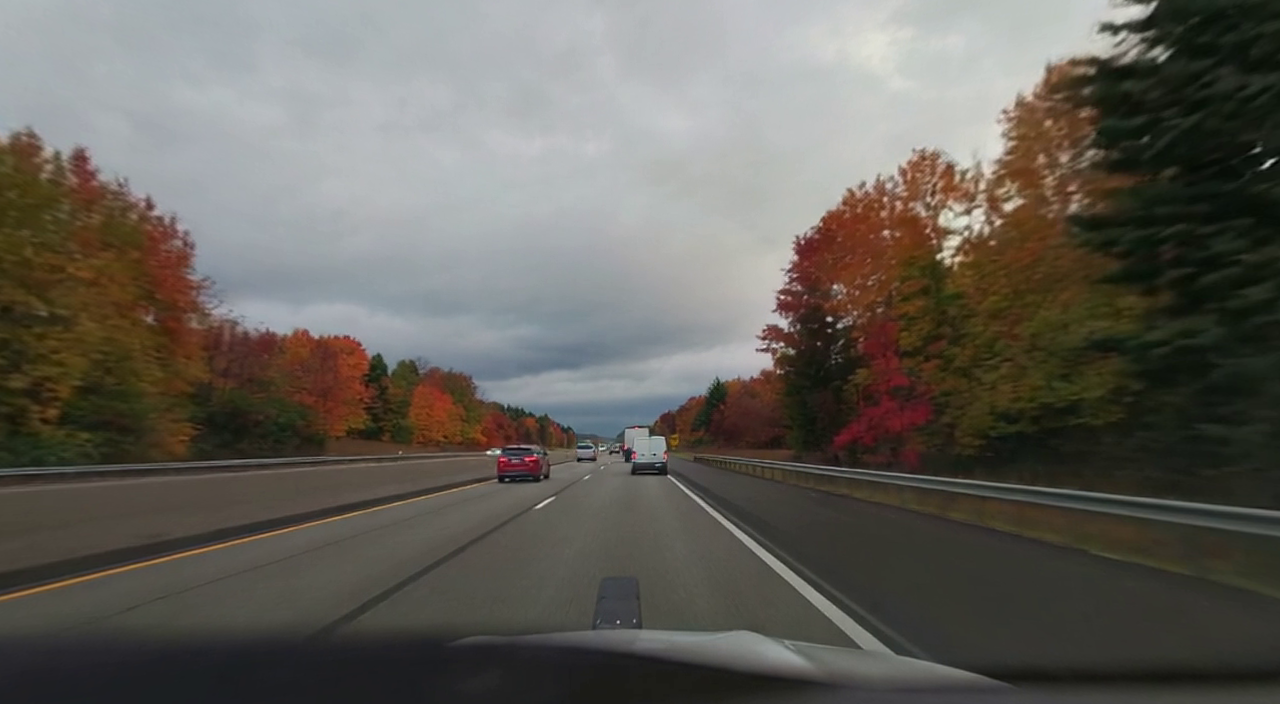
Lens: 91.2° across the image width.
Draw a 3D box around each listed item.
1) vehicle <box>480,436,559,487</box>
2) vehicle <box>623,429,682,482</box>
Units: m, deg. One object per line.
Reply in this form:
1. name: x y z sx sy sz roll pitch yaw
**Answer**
1. vehicle: -4.349 4.015 23.275 2.088 1.688 4.365 0 -9 0
2. vehicle: 0.425 4.244 25.821 2.179 1.930 4.538 0 -9 -1
